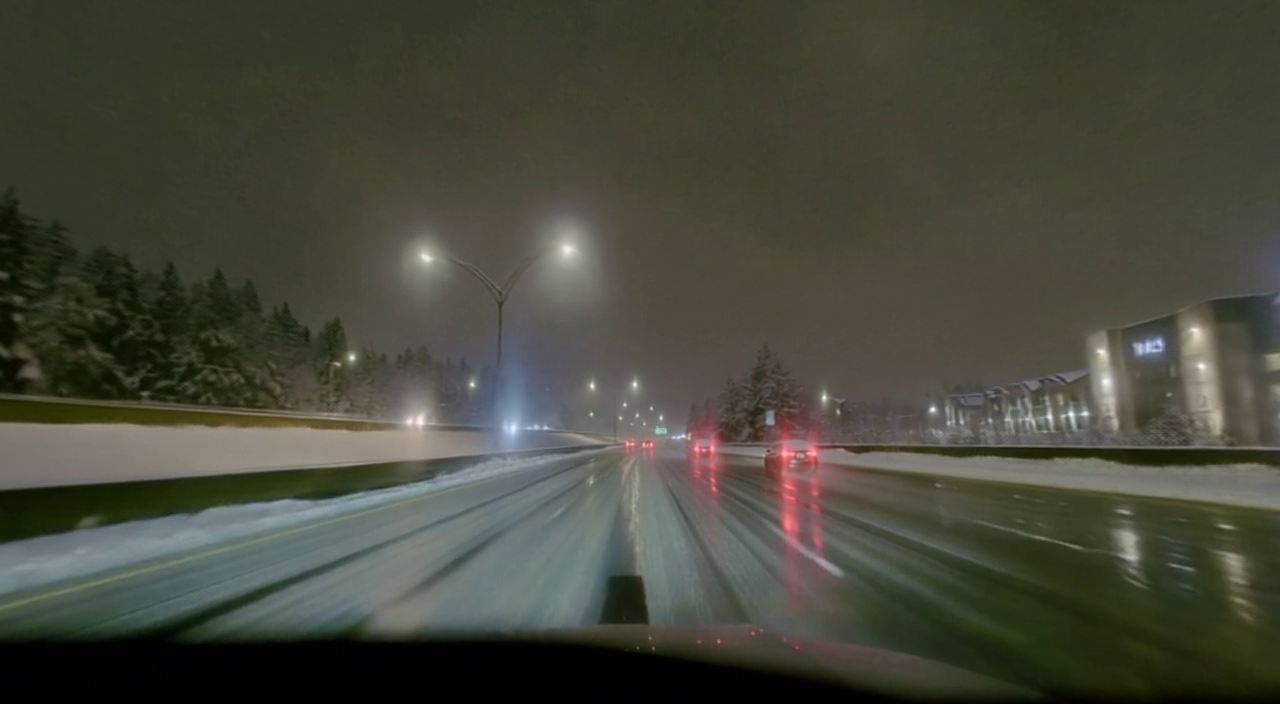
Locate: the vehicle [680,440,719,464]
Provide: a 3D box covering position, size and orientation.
[{"bbox_3d":[3.822,6.539,41.339,2.069,1.431,4.313,0,-8,-1],"label":"vehicle"}]
